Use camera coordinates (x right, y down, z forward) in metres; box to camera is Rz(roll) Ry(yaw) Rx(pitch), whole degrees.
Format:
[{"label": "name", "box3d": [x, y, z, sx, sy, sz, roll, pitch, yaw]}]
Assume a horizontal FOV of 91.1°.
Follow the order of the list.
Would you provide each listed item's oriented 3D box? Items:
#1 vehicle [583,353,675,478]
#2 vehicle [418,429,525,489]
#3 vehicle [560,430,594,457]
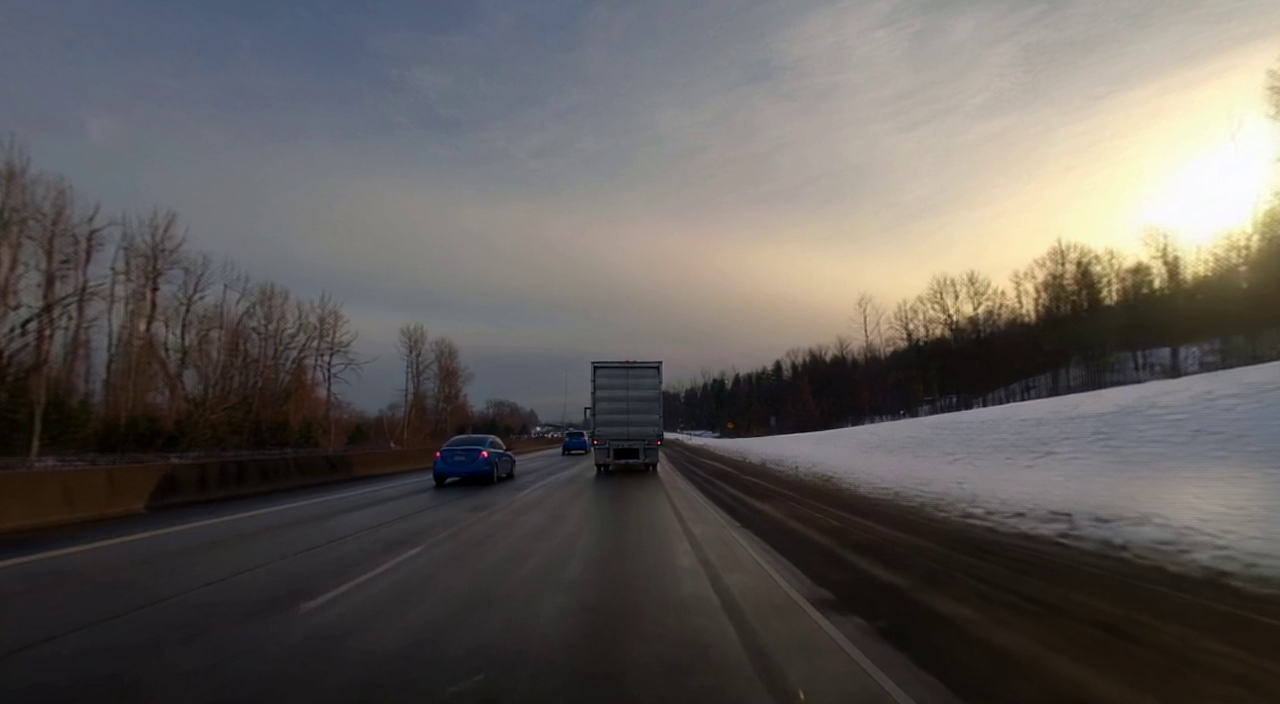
[{"label": "vehicle", "box3d": [-0.452, 2.714, 25.427, 2.953, 4.041, 10.072, 0, -8, -1]}, {"label": "vehicle", "box3d": [-4.800, 3.087, 18.628, 1.931, 1.539, 4.441, 0, -8, 0]}, {"label": "vehicle", "box3d": [-4.558, 6.698, 46.080, 2.019, 1.834, 4.644, 0, -8, 0]}]
